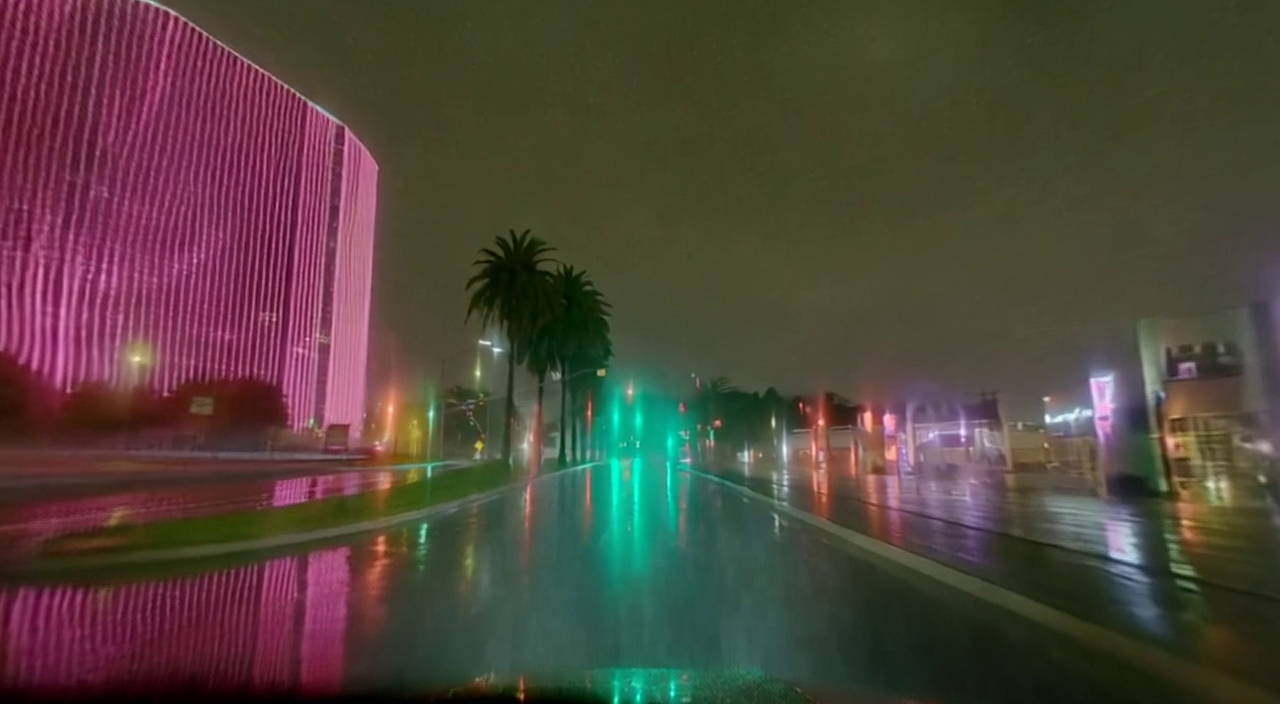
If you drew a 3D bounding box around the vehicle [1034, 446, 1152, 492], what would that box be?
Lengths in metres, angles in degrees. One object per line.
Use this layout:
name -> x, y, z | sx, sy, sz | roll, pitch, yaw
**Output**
vehicle -> 28.318, 7.482, 39.771 | 2.599, 2.380, 6.013 | 1, -15, -3
